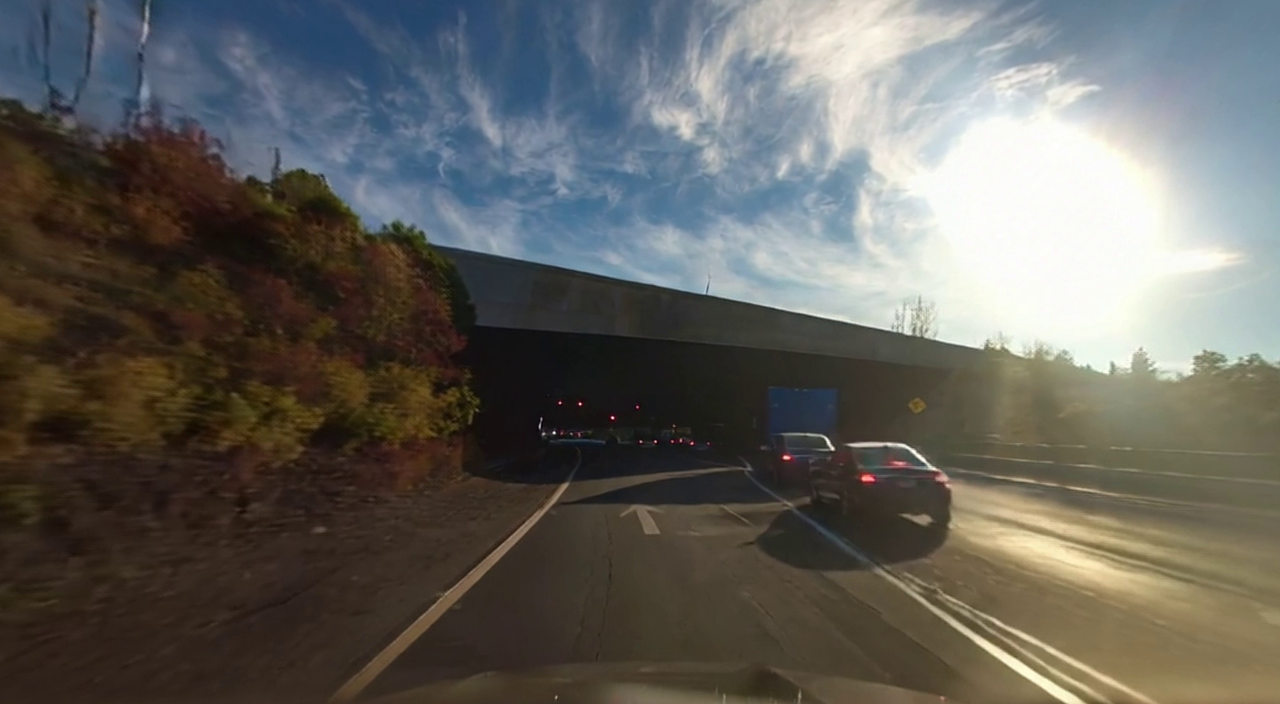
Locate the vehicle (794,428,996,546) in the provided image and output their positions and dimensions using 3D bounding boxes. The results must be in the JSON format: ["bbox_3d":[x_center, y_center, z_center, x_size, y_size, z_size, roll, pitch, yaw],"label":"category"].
[{"bbox_3d":[3.764,2.024,10.142,1.947,1.475,3.962,-1,-8,6],"label":"vehicle"}]

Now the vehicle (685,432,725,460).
[{"bbox_3d":[4.395,6.401,42.978,1.917,1.748,4.003,0,-8,-6],"label":"vehicle"}]
